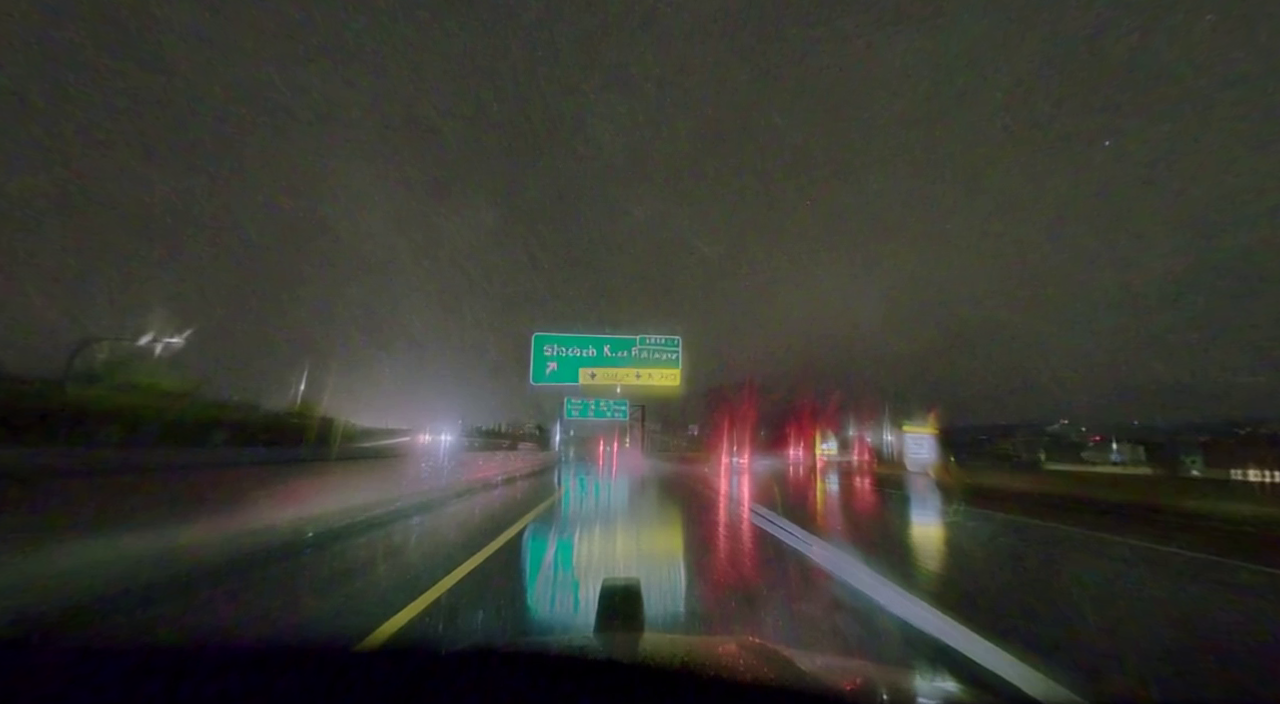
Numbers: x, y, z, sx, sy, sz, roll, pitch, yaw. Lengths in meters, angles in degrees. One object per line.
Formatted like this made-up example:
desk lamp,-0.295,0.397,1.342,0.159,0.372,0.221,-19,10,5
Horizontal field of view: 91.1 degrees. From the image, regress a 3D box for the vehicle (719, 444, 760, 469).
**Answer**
vehicle,6.065,6.411,38.709,2.129,1.444,3.649,-1,-9,3
